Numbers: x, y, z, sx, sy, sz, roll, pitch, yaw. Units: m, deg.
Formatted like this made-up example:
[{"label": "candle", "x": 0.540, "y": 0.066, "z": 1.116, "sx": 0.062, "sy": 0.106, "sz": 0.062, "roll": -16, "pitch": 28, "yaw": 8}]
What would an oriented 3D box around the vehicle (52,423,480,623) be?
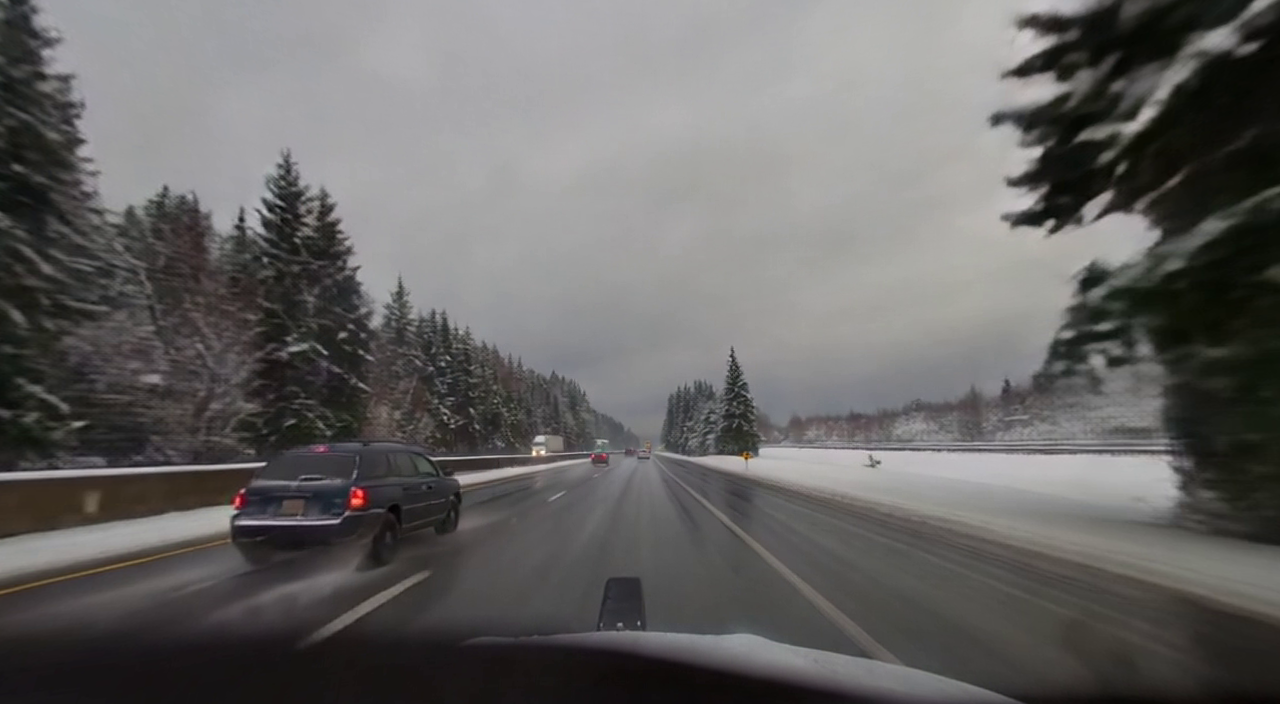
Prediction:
[{"label": "vehicle", "x": -3.441, "y": 1.668, "z": 7.160, "sx": 1.969, "sy": 1.505, "sz": 4.636, "roll": 0, "pitch": -9, "yaw": 1}]
